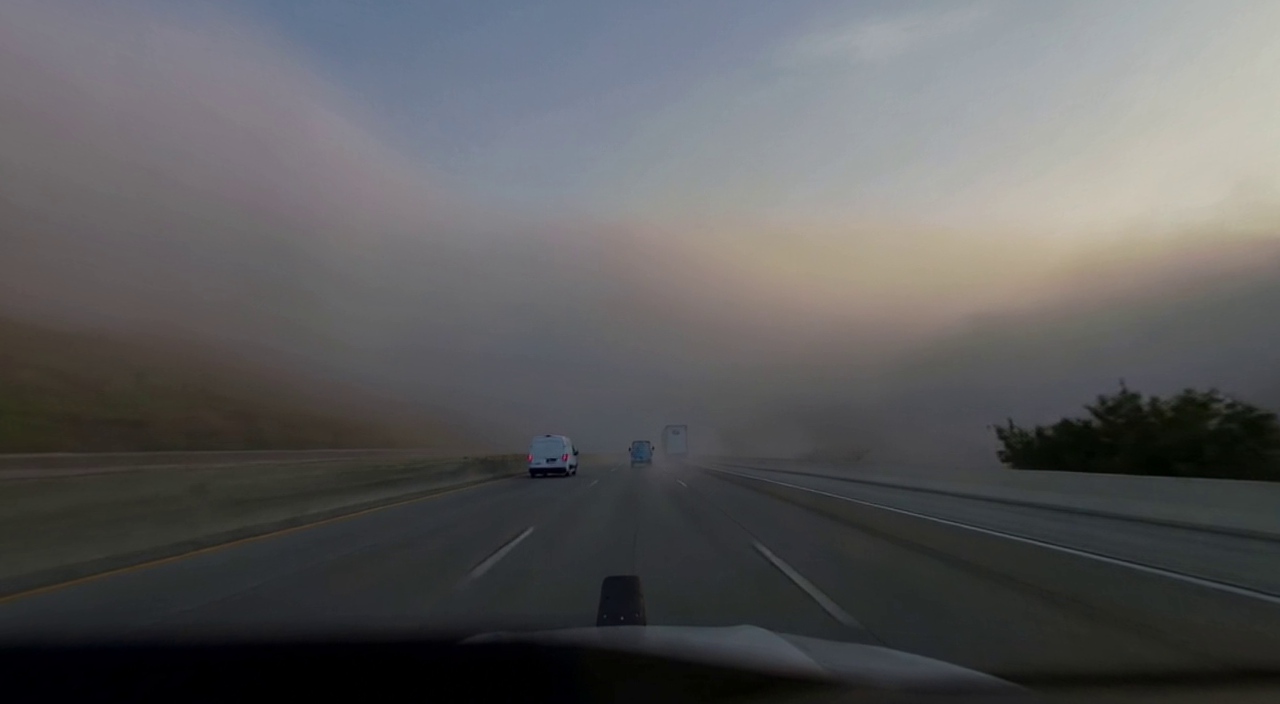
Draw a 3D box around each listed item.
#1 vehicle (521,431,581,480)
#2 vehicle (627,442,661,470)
[{"bbox_3d":[-3.930,4.696,28.582,1.955,2.004,4.792,0,-9,0],"label":"vehicle"},{"bbox_3d":[0.289,7.057,42.770,2.166,1.747,4.299,0,-9,1],"label":"vehicle"}]
